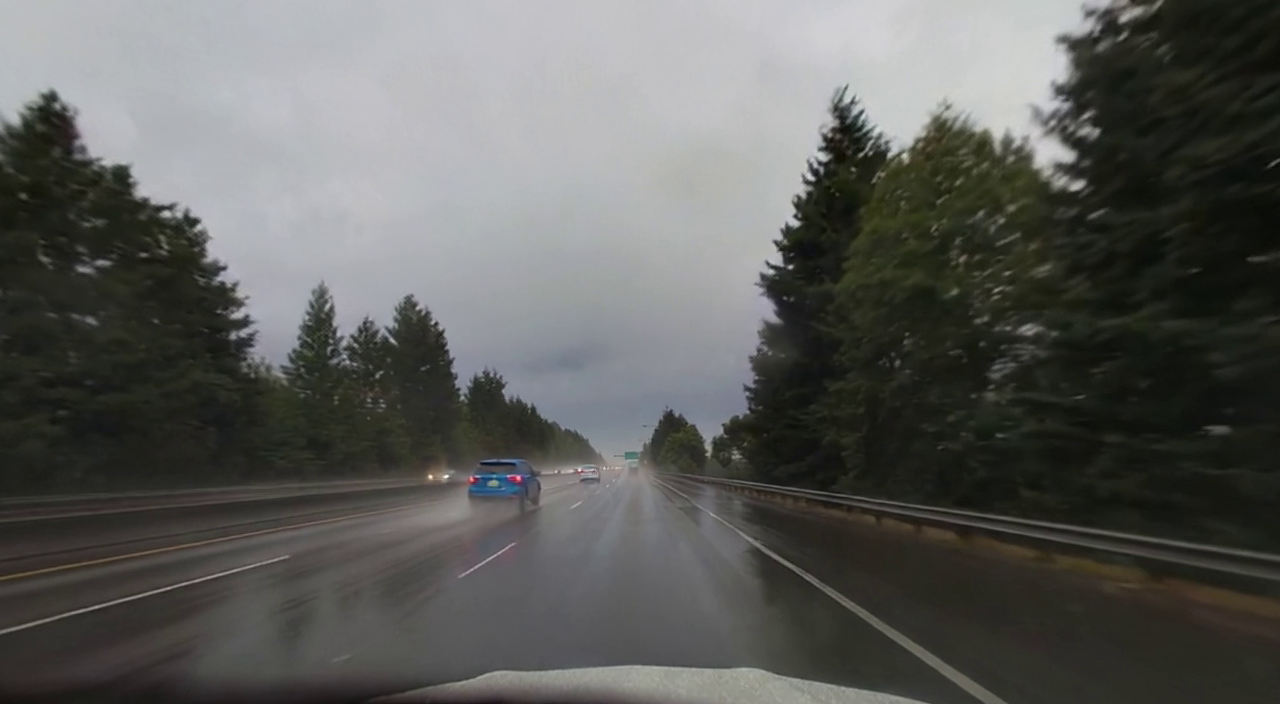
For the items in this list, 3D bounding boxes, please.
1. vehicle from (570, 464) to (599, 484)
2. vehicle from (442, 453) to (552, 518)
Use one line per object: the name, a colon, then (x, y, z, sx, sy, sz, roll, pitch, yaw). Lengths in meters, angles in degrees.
vehicle: (-4.286, 9.588, 49.472, 1.900, 1.469, 4.106, 0, -10, 0)
vehicle: (-3.904, 3.762, 18.095, 2.068, 1.592, 4.479, 0, -10, 1)
